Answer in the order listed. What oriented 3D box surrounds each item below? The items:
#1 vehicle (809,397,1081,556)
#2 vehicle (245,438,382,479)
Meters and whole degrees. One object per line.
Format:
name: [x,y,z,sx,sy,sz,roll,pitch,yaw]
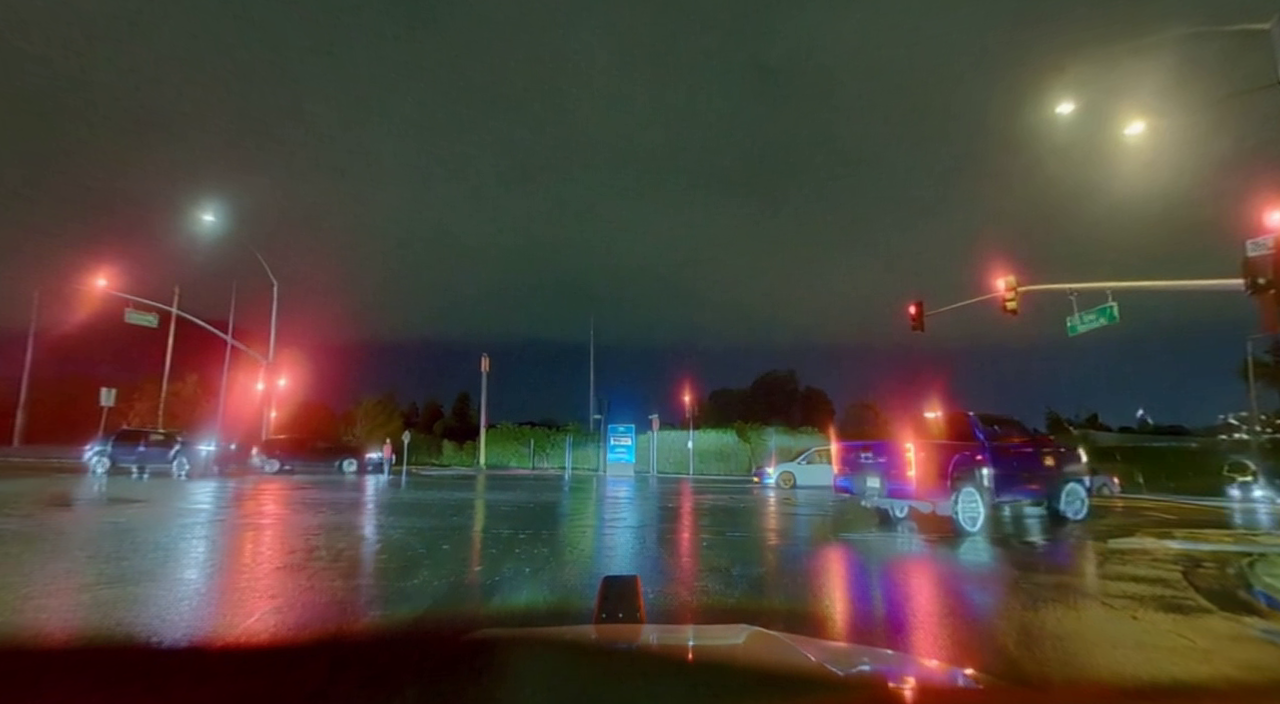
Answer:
vehicle: [6.359,2.357,12.755,5.978,2.400,2.851,8,-12,-43]
vehicle: [-13.554,4.424,26.474,1.964,1.525,4.750,-4,-10,28]
